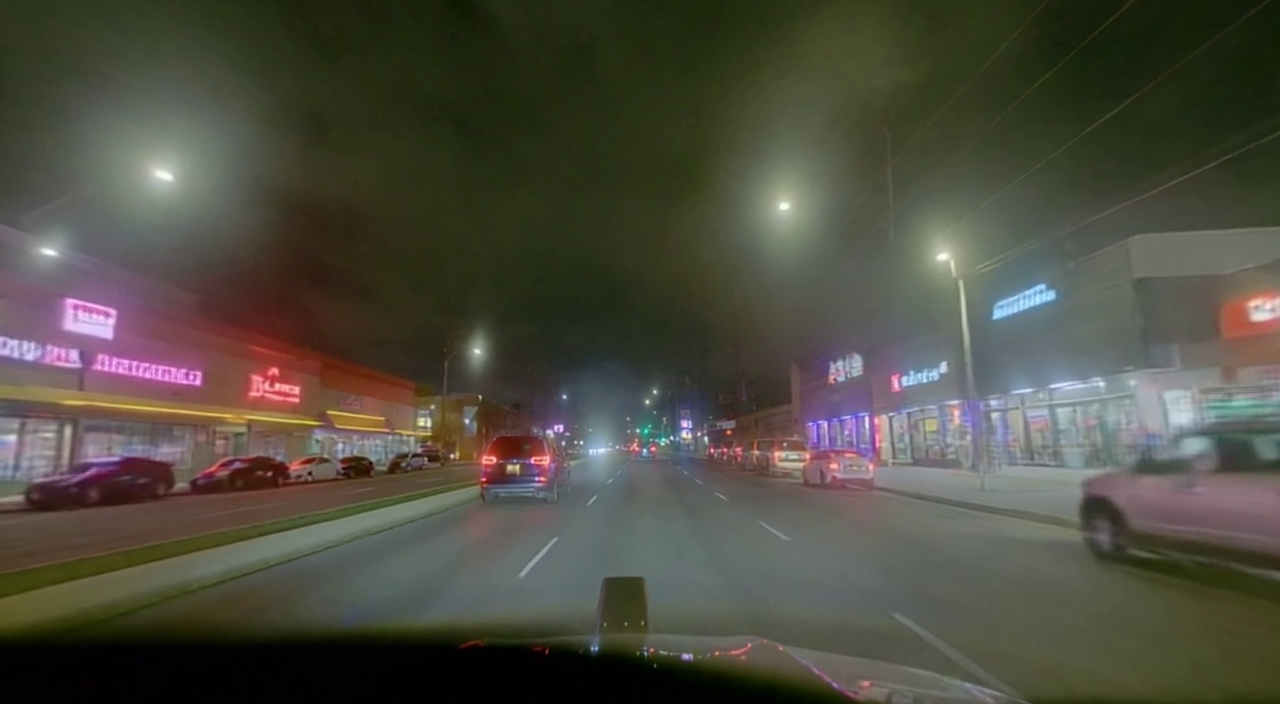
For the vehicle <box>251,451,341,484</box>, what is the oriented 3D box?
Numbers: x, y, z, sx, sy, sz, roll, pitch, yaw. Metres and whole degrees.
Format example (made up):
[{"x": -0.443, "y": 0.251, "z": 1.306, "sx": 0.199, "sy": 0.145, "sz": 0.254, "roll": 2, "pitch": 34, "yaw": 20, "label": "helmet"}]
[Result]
[{"x": -17.079, "y": 5.749, "z": 31.579, "sx": 1.800, "sy": 1.470, "sz": 4.548, "roll": -1, "pitch": -9, "yaw": 2, "label": "vehicle"}]

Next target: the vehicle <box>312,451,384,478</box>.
[{"x": -16.940, "y": 6.508, "z": 36.793, "sx": 2.046, "sy": 1.458, "sz": 4.539, "roll": 0, "pitch": -9, "yaw": 0, "label": "vehicle"}]

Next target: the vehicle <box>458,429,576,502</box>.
[{"x": -3.032, "y": 2.933, "z": 16.663, "sx": 2.049, "sy": 1.646, "sz": 4.445, "roll": 0, "pitch": -9, "yaw": 2, "label": "vehicle"}]

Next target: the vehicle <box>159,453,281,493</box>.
[{"x": -17.190, "y": 4.942, "z": 26.137, "sx": 1.788, "sy": 1.475, "sz": 4.737, "roll": 0, "pitch": -9, "yaw": 0, "label": "vehicle"}]

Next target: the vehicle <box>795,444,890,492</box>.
[{"x": 6.869, "y": 3.947, "z": 21.893, "sx": 1.871, "sy": 1.478, "sz": 4.272, "roll": 0, "pitch": -9, "yaw": 0, "label": "vehicle"}]

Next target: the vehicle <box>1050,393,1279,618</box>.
[{"x": 6.343, "y": 1.306, "z": 5.463, "sx": 2.098, "sy": 1.845, "sz": 5.117, "roll": 0, "pitch": -9, "yaw": 0, "label": "vehicle"}]

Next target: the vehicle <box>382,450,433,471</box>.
[{"x": -16.914, "y": 7.899, "z": 46.137, "sx": 1.894, "sy": 1.458, "sz": 4.565, "roll": 0, "pitch": -9, "yaw": 1, "label": "vehicle"}]

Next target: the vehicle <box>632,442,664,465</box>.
[{"x": 0.519, "y": 6.752, "z": 42.097, "sx": 2.037, "sy": 1.484, "sz": 4.073, "roll": 0, "pitch": -9, "yaw": 0, "label": "vehicle"}]

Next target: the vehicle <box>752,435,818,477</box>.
[{"x": 6.915, "y": 5.034, "z": 30.701, "sx": 2.005, "sy": 1.858, "sz": 5.253, "roll": 0, "pitch": -9, "yaw": 0, "label": "vehicle"}]

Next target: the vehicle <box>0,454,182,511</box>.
[{"x": -17.143, "y": 3.967, "z": 19.716, "sx": 1.984, "sy": 1.494, "sz": 4.815, "roll": 0, "pitch": -9, "yaw": 0, "label": "vehicle"}]
